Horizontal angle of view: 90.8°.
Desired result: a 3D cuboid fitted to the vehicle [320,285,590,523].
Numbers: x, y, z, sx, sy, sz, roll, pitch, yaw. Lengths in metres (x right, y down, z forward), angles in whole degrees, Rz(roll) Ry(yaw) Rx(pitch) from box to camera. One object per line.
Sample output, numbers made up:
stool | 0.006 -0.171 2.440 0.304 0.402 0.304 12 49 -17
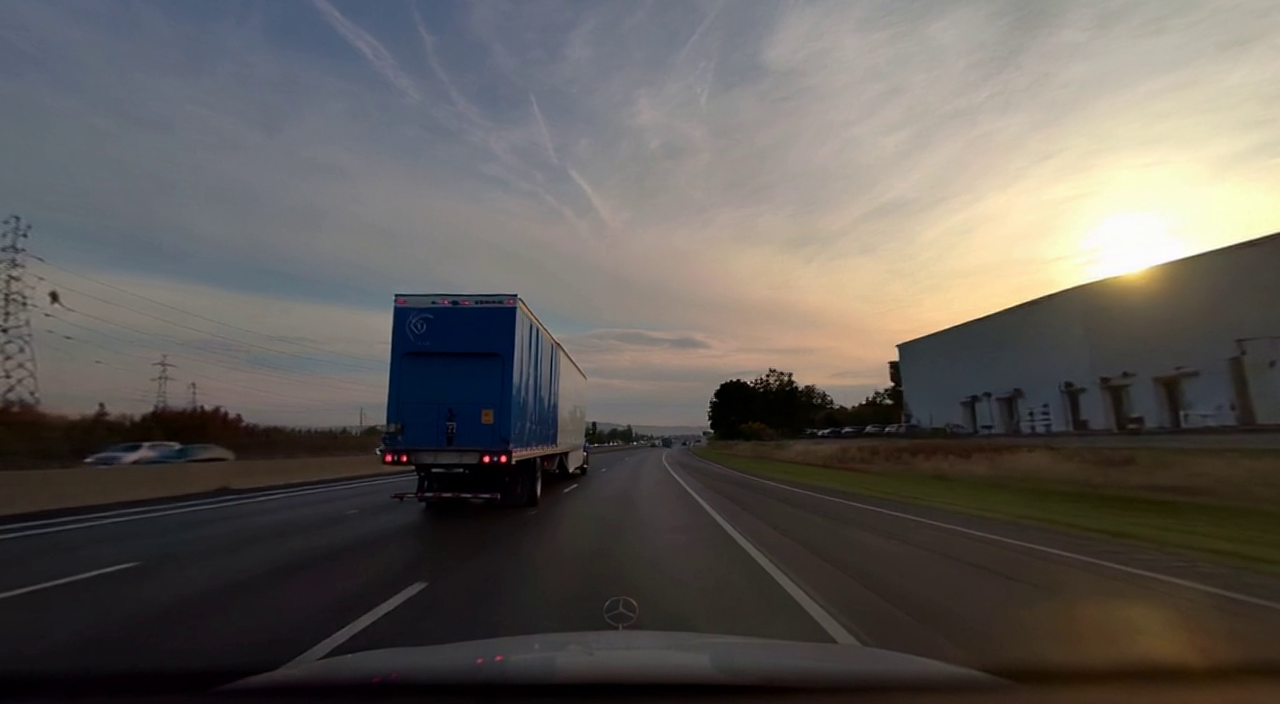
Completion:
vehicle | -3.794 2.048 19.051 2.939 4.132 16.303 0 -8 1

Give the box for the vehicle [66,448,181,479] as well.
vehicle | -27.839 6.007 34.278 1.938 1.513 4.945 0 -8 2
